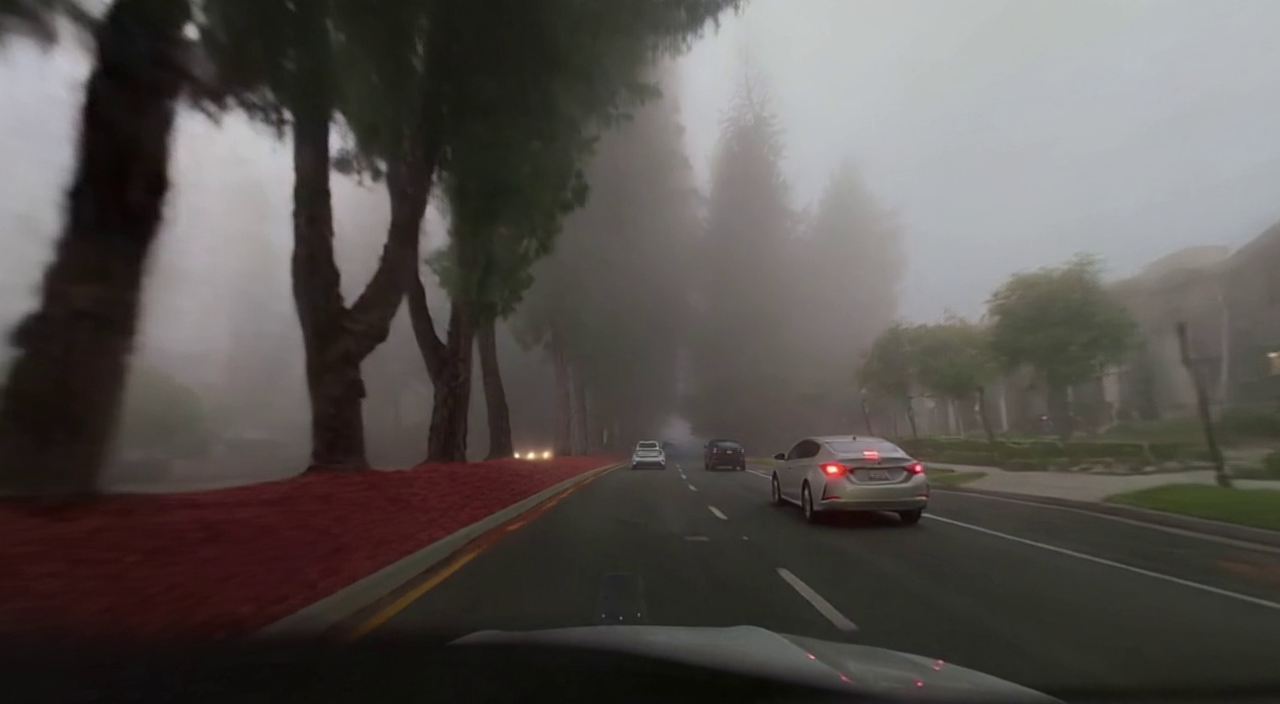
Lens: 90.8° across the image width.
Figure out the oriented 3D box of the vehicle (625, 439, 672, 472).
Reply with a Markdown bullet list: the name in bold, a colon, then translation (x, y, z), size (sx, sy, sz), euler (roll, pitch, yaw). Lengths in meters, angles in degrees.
- **vehicle**: translation (0.470, 4.906, 30.184), size (2.082, 1.473, 4.028), euler (0, -8, 3)

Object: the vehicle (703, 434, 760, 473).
- **vehicle**: translation (4.195, 4.745, 29.636), size (2.074, 1.652, 4.340), euler (0, -9, 1)

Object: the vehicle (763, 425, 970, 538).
- **vehicle**: translation (3.499, 2.083, 10.749), size (1.985, 1.529, 4.147), euler (0, -9, 0)
